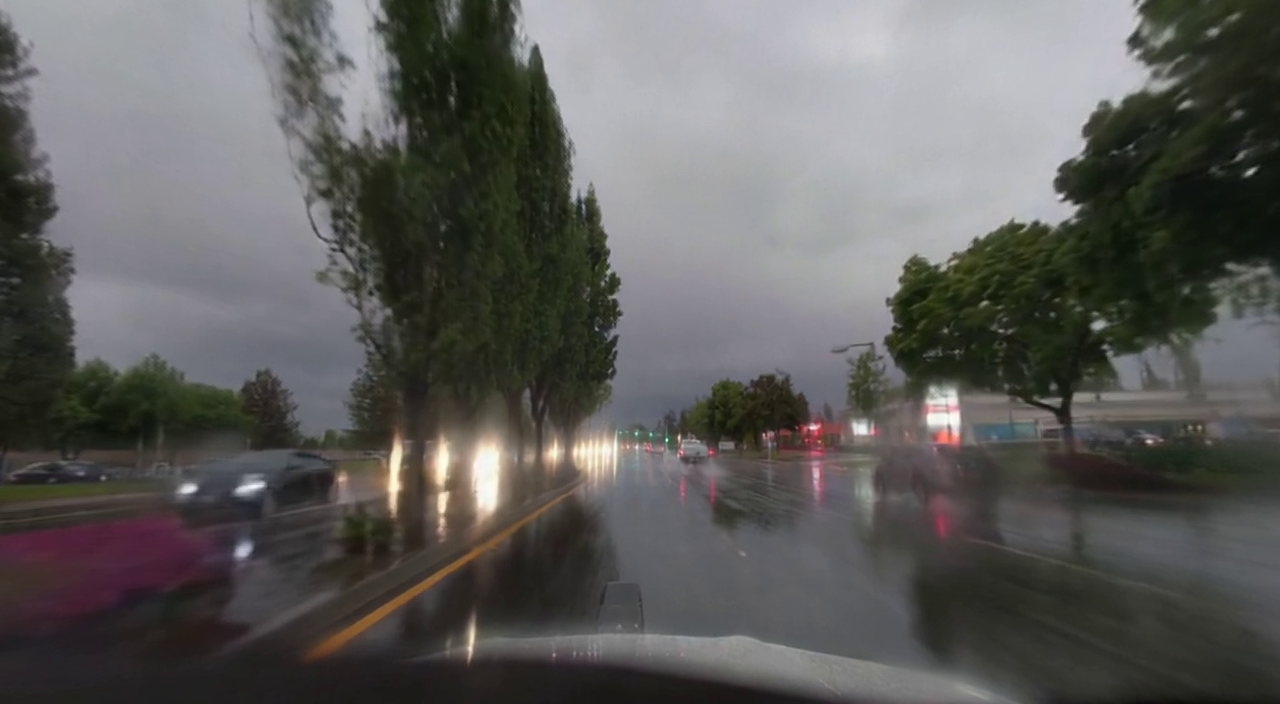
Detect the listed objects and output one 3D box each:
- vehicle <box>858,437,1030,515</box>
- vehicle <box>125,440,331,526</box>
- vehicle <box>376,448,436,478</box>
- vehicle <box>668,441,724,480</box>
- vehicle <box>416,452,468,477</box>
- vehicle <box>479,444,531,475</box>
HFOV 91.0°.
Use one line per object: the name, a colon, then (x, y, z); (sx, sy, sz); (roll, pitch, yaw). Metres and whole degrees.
vehicle: (6.833, 2.825, 14.763); (1.886, 1.528, 4.169); (0, -9, -1)
vehicle: (-9.251, 2.948, 14.695); (1.968, 1.684, 4.265); (1, -9, -2)
vehicle: (-17.092, 8.099, 46.314); (2.312, 2.062, 5.741); (0, -9, -1)
vehicle: (2.557, 5.067, 29.649); (2.161, 1.676, 4.151); (1, -9, -2)
vehicle: (-12.680, 7.207, 40.605); (1.951, 1.475, 4.480); (0, -9, -1)
vehicle: (-9.169, 7.325, 43.189); (2.234, 1.922, 5.699); (0, -9, 0)
